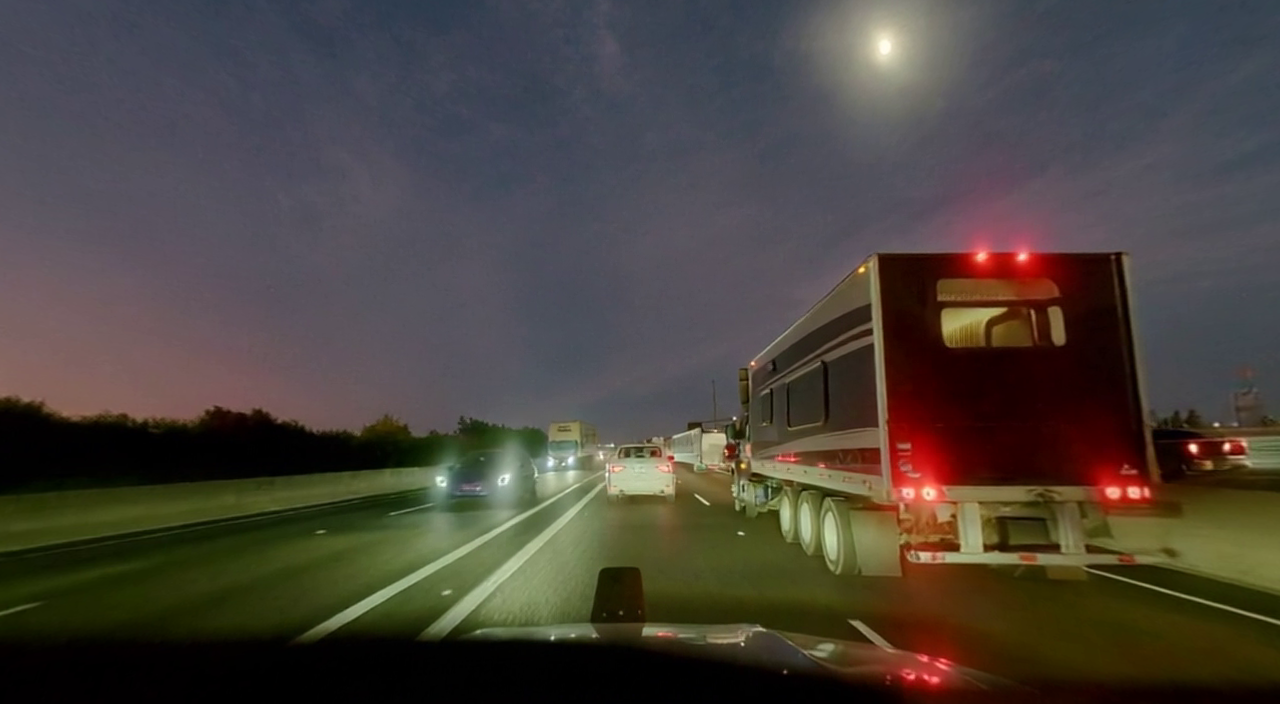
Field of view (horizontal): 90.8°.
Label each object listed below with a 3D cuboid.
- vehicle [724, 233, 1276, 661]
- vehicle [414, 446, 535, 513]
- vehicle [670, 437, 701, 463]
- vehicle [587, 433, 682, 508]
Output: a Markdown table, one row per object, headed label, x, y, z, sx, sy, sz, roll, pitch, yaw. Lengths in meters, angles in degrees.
| label | x | y | z | sx | sy | sz | roll | pitch | yaw |
| --- | --- | --- | --- | --- | --- | --- | --- | --- | --- |
| vehicle | 2.906 | 1.141 | 8.007 | 2.533 | 2.942 | 7.280 | 0 | -9 | -1 |
| vehicle | -4.020 | 3.137 | 16.025 | 1.933 | 1.465 | 3.898 | 0 | -9 | 1 |
| vehicle | 3.490 | 7.578 | 48.800 | 2.020 | 1.874 | 4.431 | 0 | -9 | 0 |
| vehicle | -0.110 | 3.075 | 16.714 | 2.201 | 1.719 | 4.058 | 0 | -9 | 1 |
